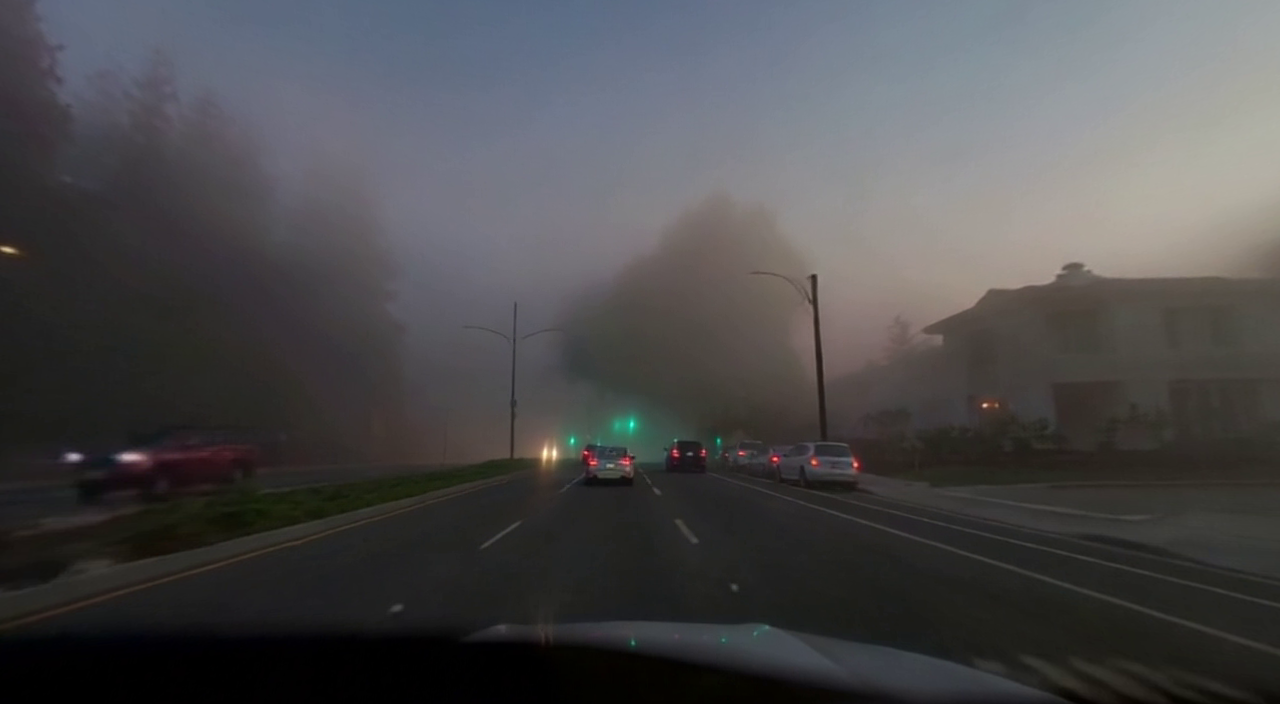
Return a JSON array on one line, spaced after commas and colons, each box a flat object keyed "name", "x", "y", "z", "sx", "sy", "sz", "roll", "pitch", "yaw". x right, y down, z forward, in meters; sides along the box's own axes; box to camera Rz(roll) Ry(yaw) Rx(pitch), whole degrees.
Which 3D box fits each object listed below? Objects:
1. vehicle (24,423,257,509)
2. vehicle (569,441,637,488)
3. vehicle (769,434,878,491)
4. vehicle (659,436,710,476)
[{"name": "vehicle", "x": -12.339, "y": 2.832, "z": 16.153, "sx": 2.097, "sy": 1.826, "sz": 4.812, "roll": 0, "pitch": -8, "yaw": -2}, {"name": "vehicle", "x": -1.248, "y": 3.911, "z": 22.207, "sx": 2.140, "sy": 1.474, "sz": 4.026, "roll": 0, "pitch": -8, "yaw": -2}, {"name": "vehicle", "x": 6.565, "y": 4.069, "z": 23.344, "sx": 2.184, "sy": 1.786, "sz": 5.497, "roll": 2, "pitch": -10, "yaw": -3}, {"name": "vehicle", "x": 2.087, "y": 5.053, "z": 30.911, "sx": 2.073, "sy": 1.822, "sz": 4.276, "roll": 0, "pitch": -8, "yaw": -2}]
